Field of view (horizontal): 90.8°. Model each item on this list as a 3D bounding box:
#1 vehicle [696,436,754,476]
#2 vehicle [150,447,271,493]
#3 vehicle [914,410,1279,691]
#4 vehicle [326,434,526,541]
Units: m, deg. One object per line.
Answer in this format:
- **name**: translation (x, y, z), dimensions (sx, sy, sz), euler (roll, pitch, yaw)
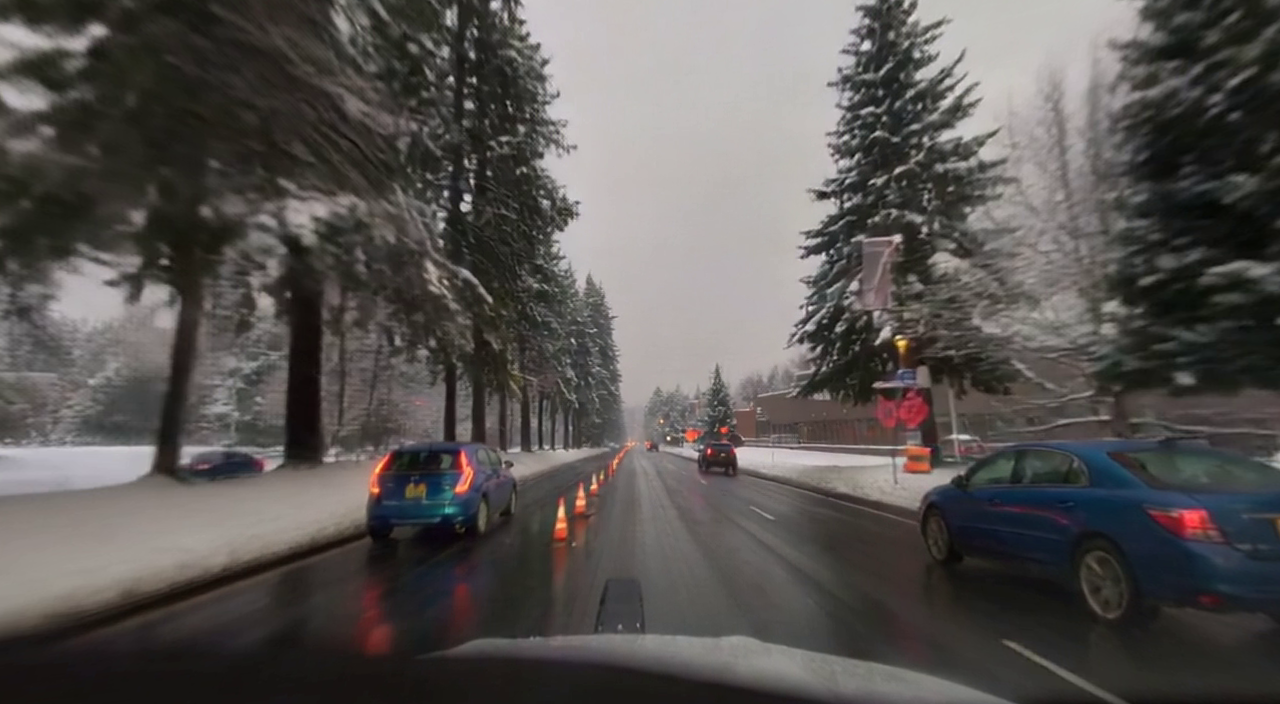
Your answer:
- **vehicle**: translation (4.141, 5.180, 31.638), dimensions (2.159, 1.793, 4.735), euler (0, -9, -1)
- **vehicle**: translation (-17.822, 4.883, 26.539), dimensions (1.905, 1.713, 4.517), euler (0, -9, 0)
- **vehicle**: translation (4.108, 1.348, 5.343), dimensions (1.827, 1.491, 3.743), euler (0, -9, -1)
- **vehicle**: translation (-3.358, 2.202, 10.909), dimensions (2.020, 1.474, 4.098), euler (0, -9, 0)
